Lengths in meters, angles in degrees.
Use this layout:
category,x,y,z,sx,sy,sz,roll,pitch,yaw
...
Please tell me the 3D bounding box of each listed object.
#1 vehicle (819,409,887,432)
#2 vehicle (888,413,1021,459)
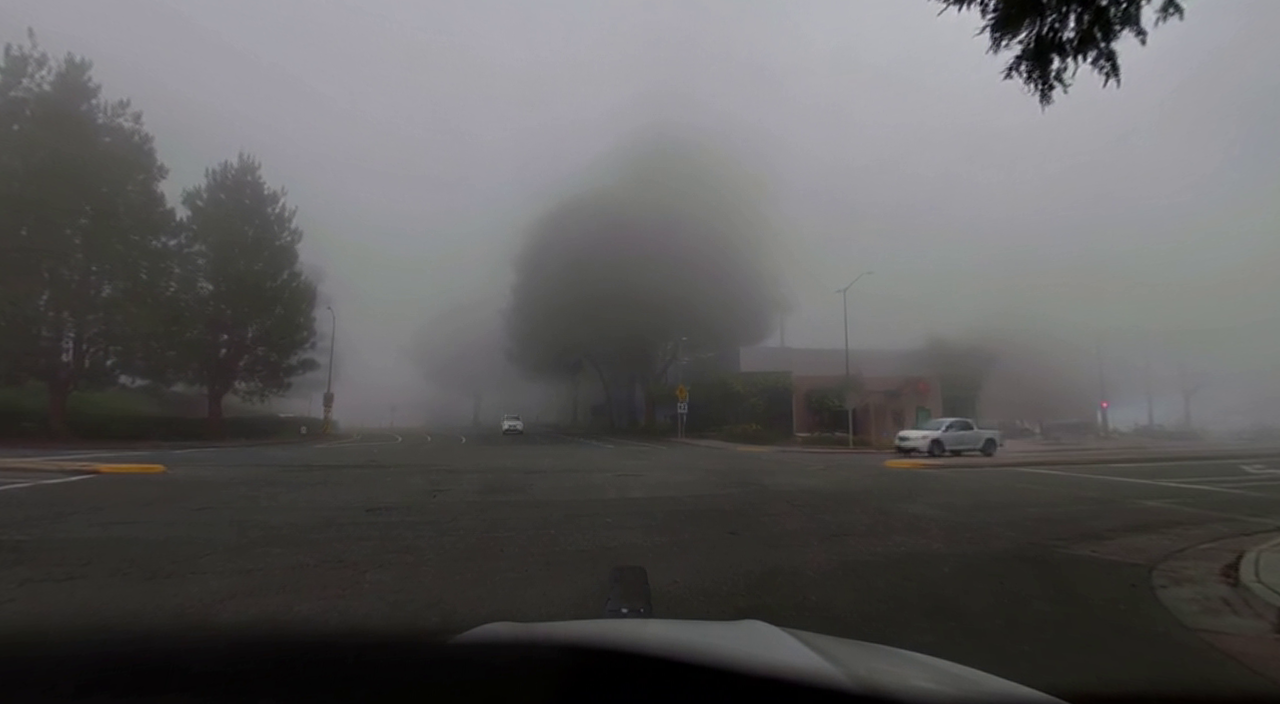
category,x,y,z,sx,sy,sz,roll,pitch,yaw
vehicle,15.150,4.932,44.643,4.674,1.483,1.745,4,-9,-26
vehicle,13.800,3.716,27.536,5.333,1.837,2.124,3,-9,-22
